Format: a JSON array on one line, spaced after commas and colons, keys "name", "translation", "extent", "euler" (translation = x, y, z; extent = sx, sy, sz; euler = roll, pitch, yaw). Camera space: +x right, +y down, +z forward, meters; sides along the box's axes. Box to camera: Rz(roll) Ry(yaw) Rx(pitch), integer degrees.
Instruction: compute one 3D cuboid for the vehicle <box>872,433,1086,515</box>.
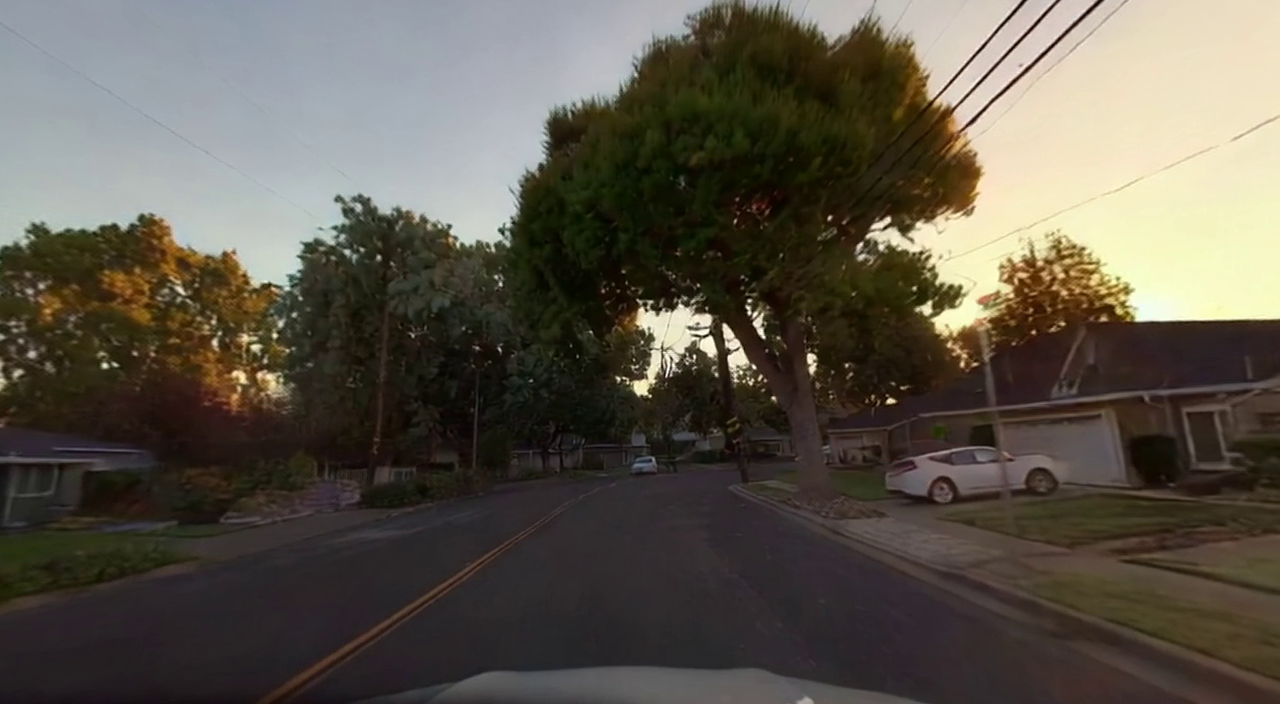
[{"name": "vehicle", "translation": [7.727, 2.782, 14.698], "extent": [3.846, 1.725, 1.920], "euler": [0, -9, -3]}]
